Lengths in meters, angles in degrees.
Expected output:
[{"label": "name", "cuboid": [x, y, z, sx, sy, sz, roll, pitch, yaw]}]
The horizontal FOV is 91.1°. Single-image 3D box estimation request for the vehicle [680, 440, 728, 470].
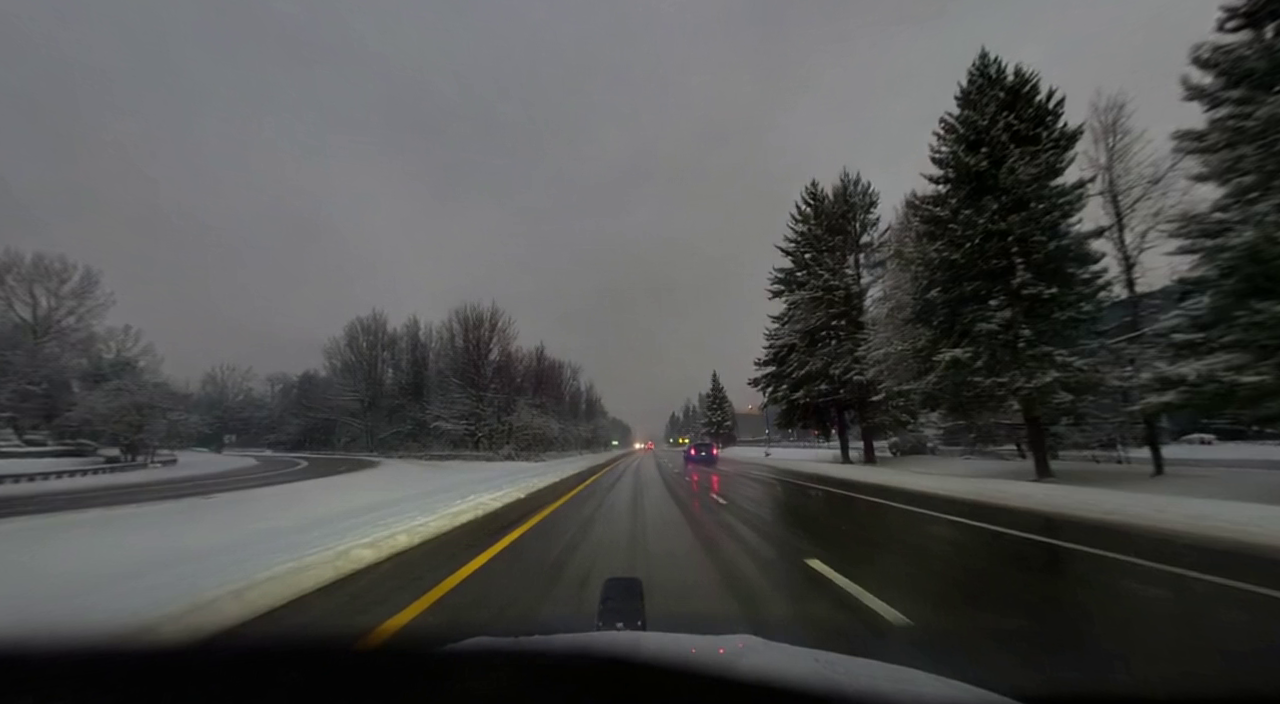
[{"label": "vehicle", "cuboid": [3.467, 5.693, 34.794, 2.079, 1.531, 3.997, 0, -8, -2]}]
